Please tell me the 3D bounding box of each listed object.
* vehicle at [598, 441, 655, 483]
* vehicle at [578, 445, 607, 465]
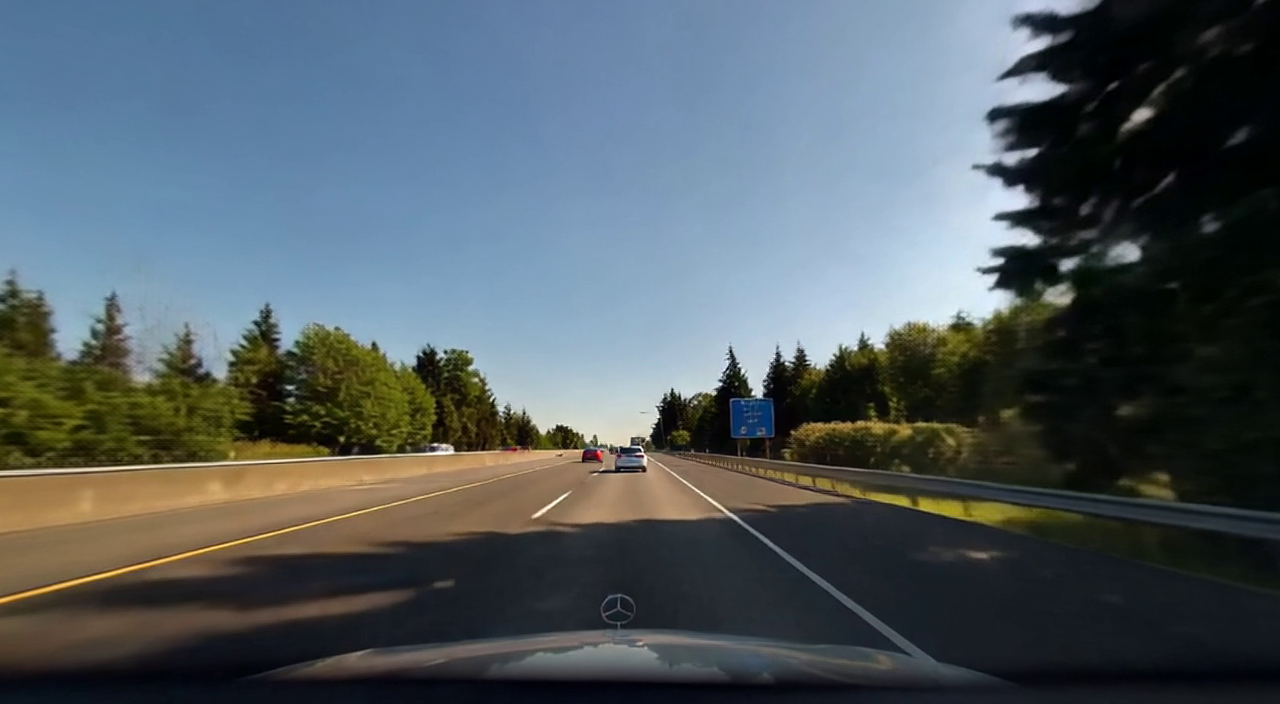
[{"bbox_3d":[-0.502,4.345,24.935,2.066,1.490,3.759,-1,-9,0],"label":"vehicle"},{"bbox_3d":[-3.696,8.113,49.330,1.994,1.470,3.752,-1,-9,0],"label":"vehicle"}]
